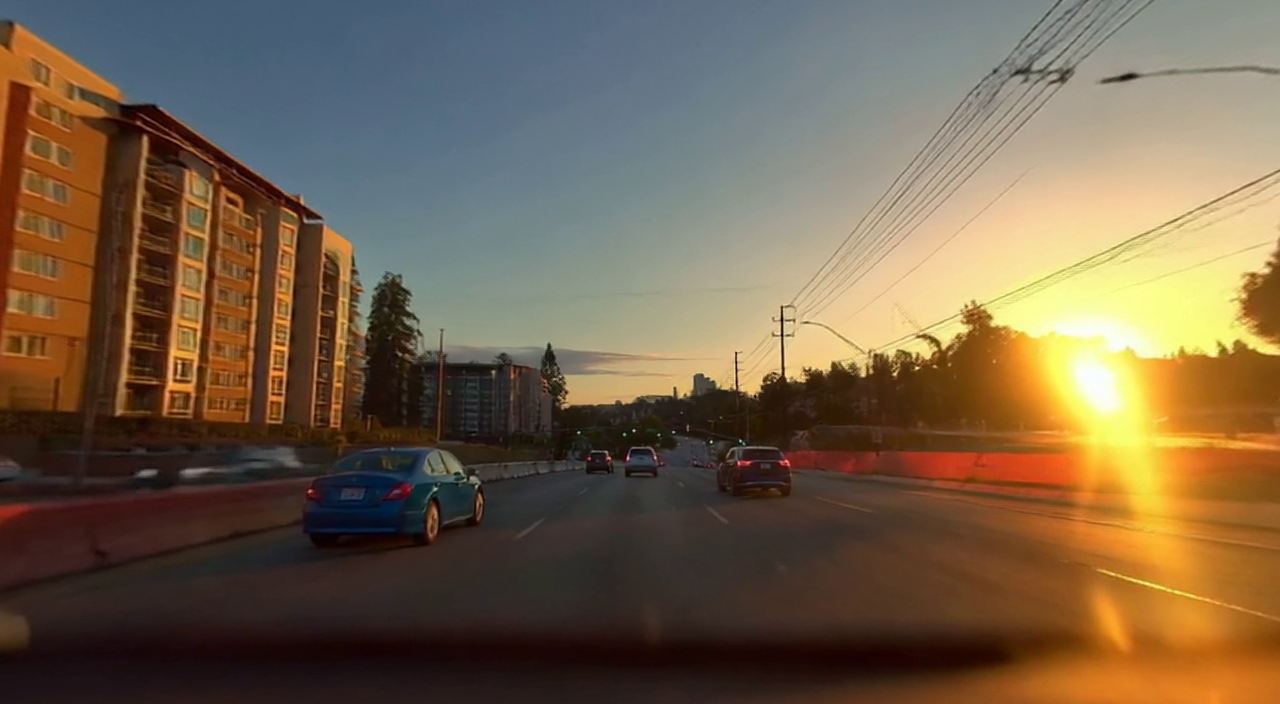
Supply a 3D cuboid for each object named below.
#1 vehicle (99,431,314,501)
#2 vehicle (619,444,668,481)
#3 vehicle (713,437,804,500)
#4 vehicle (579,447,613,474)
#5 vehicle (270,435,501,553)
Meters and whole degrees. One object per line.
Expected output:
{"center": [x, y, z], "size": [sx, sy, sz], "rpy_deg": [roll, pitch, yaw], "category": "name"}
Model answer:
{"center": [-10.323, 2.738, 15.622], "size": [2.057, 1.472, 4.526], "rpy_deg": [0, -8, 1], "category": "vehicle"}
{"center": [0.139, 5.489, 31.732], "size": [2.291, 1.714, 4.217], "rpy_deg": [0, -8, 0], "category": "vehicle"}
{"center": [3.685, 3.673, 20.443], "size": [2.029, 1.797, 4.218], "rpy_deg": [0, -8, -1], "category": "vehicle"}
{"center": [-3.181, 7.950, 46.578], "size": [2.190, 1.832, 4.417], "rpy_deg": [0, -8, 1], "category": "vehicle"}
{"center": [-3.700, 2.117, 10.180], "size": [1.968, 1.473, 4.209], "rpy_deg": [0, -8, 0], "category": "vehicle"}
